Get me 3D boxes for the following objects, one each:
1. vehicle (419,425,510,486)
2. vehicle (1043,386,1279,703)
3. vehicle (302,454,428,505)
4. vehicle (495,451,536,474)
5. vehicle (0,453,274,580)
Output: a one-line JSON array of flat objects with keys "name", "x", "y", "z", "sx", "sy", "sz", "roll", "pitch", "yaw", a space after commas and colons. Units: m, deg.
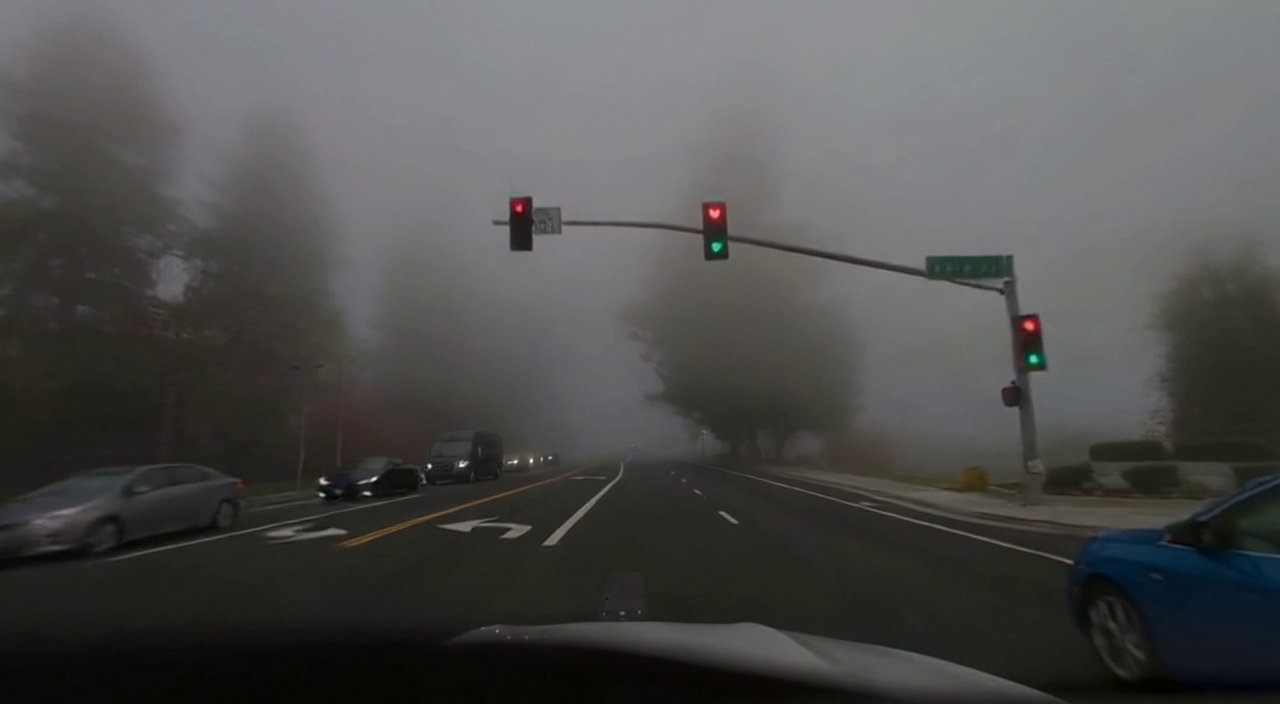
[{"name": "vehicle", "x": -8.679, "y": 5.211, "z": 32.193, "sx": 2.617, "sy": 2.736, "sz": 6.621, "roll": 0, "pitch": -8, "yaw": 1}, {"name": "vehicle", "x": 3.968, "y": 0.834, "z": 2.067, "sx": 2.129, "sy": 1.581, "sz": 4.780, "roll": 0, "pitch": -8, "yaw": 0}, {"name": "vehicle", "x": -9.055, "y": 4.202, "z": 21.314, "sx": 2.190, "sy": 1.455, "sz": 4.516, "roll": 0, "pitch": -8, "yaw": 0}, {"name": "vehicle", "x": -8.667, "y": 7.700, "z": 44.317, "sx": 1.959, "sy": 1.469, "sz": 4.369, "roll": 0, "pitch": -8, "yaw": 0}, {"name": "vehicle", "x": -8.122, "y": 2.387, "z": 10.097, "sx": 1.906, "sy": 1.468, "sz": 4.686, "roll": 0, "pitch": -8, "yaw": -3}]
